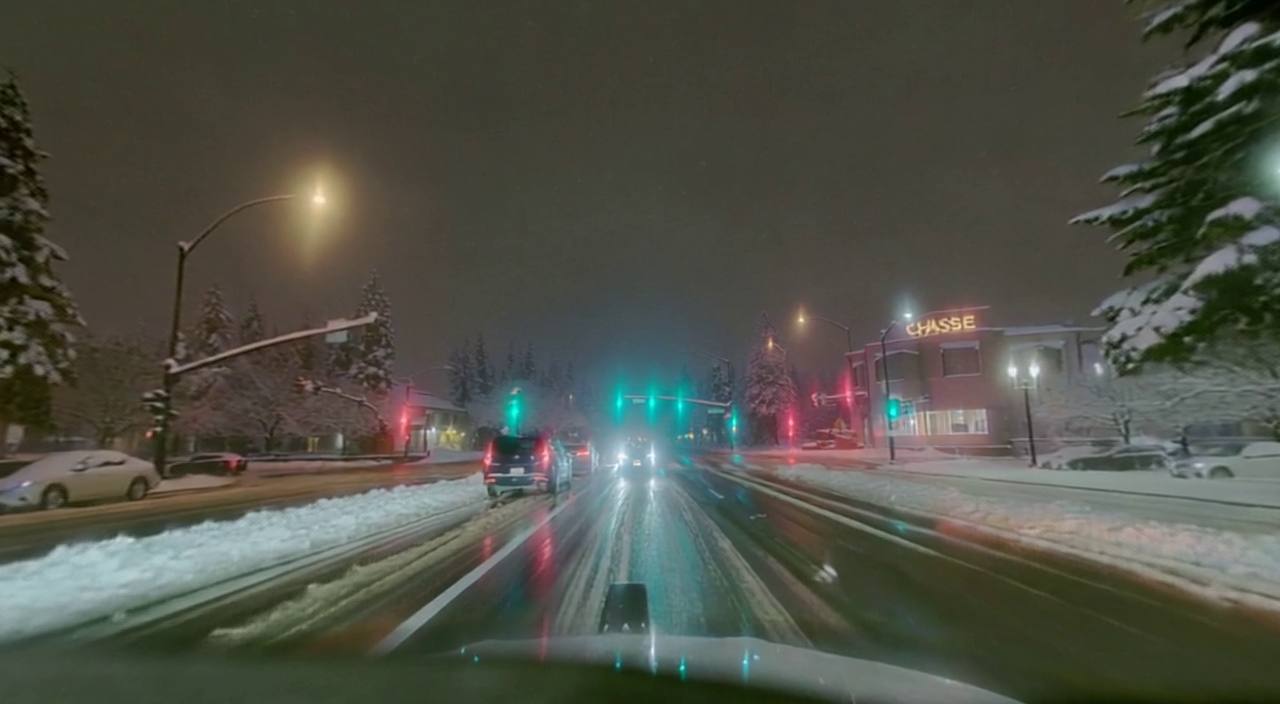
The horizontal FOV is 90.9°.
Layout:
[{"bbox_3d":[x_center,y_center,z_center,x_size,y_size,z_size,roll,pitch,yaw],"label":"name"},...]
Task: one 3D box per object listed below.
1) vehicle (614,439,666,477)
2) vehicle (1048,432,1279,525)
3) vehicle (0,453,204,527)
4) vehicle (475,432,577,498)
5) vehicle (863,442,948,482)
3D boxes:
[{"bbox_3d":[0.000,4.541,27.194,2.059,1.477,3.988,0,-8,0],"label":"vehicle"},{"bbox_3d":[10.397,2.358,12.339,1.936,1.474,4.331,0,-8,0],"label":"vehicle"},{"bbox_3d":[-12.898,3.129,14.748,4.481,1.455,2.068,-3,-9,19],"label":"vehicle"},{"bbox_3d":[-3.187,3.256,18.652,2.057,1.678,4.639,0,-8,1],"label":"vehicle"},{"bbox_3d":[11.151,4.613,26.802,1.935,1.435,4.141,3,-8,1],"label":"vehicle"}]
